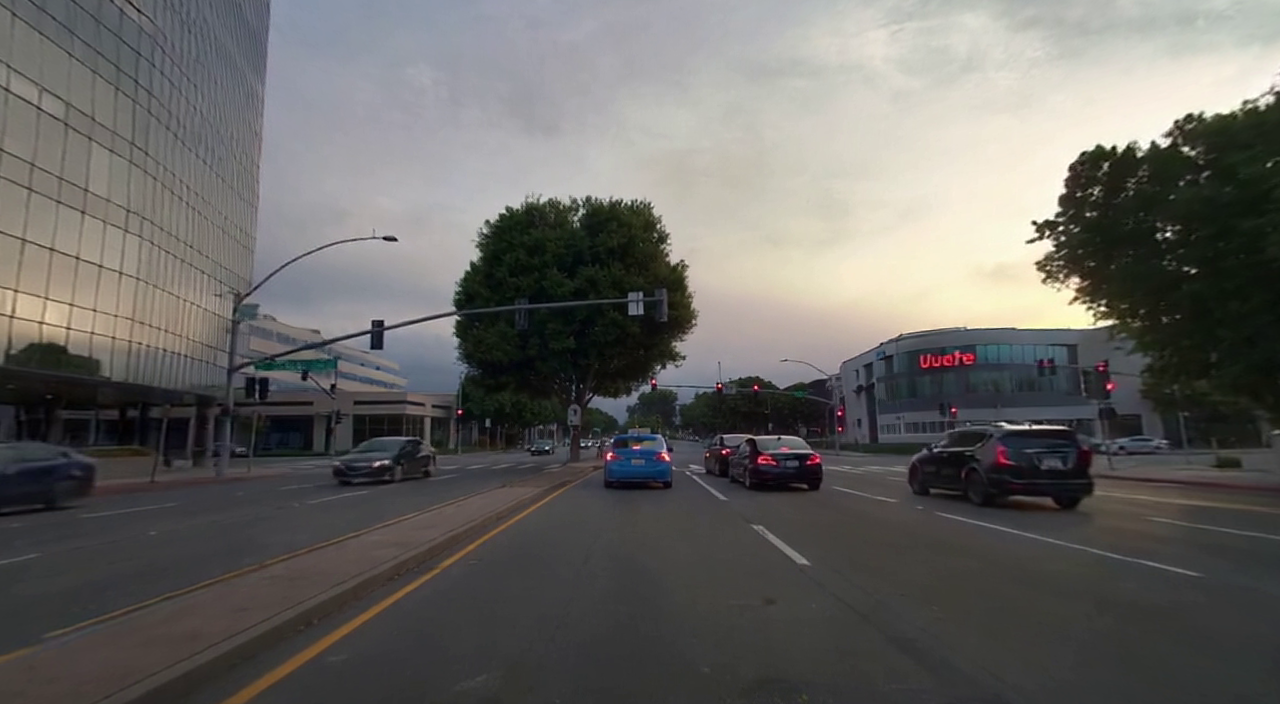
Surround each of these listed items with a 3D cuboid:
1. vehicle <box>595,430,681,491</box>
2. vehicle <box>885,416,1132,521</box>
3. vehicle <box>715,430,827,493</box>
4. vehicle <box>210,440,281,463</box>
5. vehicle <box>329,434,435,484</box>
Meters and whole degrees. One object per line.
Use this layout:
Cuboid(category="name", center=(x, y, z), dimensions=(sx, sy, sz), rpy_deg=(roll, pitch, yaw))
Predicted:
Cuboid(category="vehicle", center=(-0.092, 2.947, 17.444), dimensions=(2.087, 1.468, 4.014), rpy_deg=(0, -8, -1))
Cuboid(category="vehicle", center=(7.183, 2.328, 13.131), dimensions=(2.177, 1.774, 4.743), rpy_deg=(0, -8, -1))
Cuboid(category="vehicle", center=(3.430, 2.974, 17.481), dimensions=(2.018, 1.491, 4.544), rpy_deg=(0, -8, -1))
Cuboid(category="vehicle", center=(-27.144, 6.861, 43.566), dimensions=(3.657, 1.528, 1.783), rpy_deg=(1, -8, -4))
Cuboid(category="vehicle", center=(-8.635, 3.599, 21.540), dimensions=(1.965, 1.530, 3.883), rpy_deg=(0, -8, 0))
